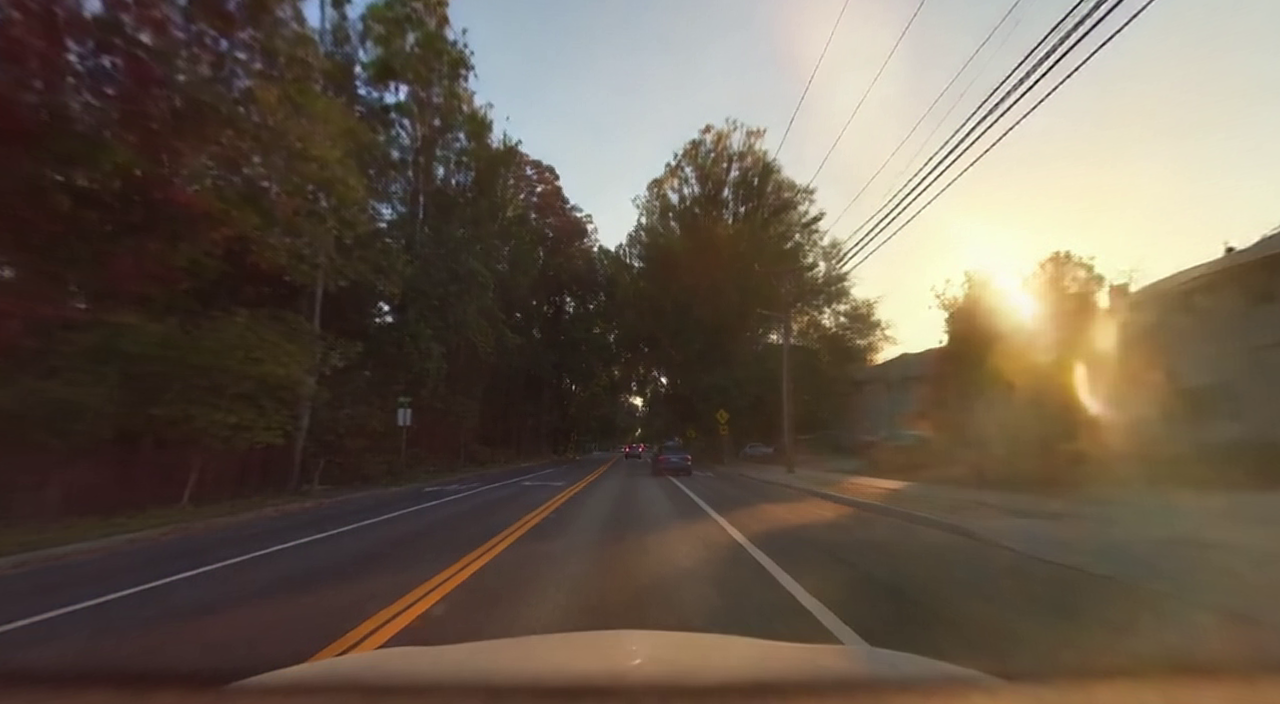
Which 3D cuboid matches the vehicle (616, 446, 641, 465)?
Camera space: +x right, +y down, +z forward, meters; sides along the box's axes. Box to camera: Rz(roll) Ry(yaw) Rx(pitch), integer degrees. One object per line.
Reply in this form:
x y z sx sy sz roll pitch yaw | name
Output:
-0.882 8.219 49.919 1.927 1.453 3.848 0 -9 0 | vehicle

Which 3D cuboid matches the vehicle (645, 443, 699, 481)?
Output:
1.283 4.701 27.140 1.975 1.497 3.647 0 -9 -3 | vehicle
